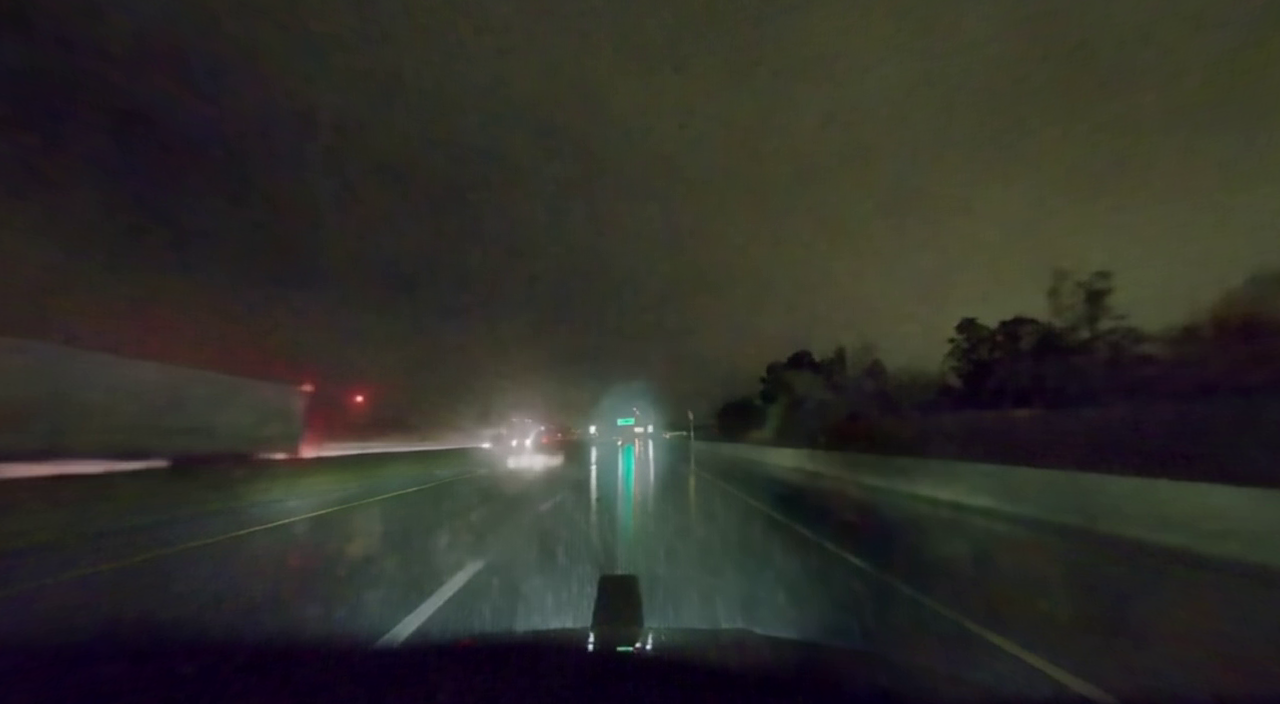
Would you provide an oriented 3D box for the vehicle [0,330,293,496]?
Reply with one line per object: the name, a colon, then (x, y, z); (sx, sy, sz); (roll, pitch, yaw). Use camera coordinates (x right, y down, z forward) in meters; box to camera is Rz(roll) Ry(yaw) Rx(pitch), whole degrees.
vehicle: (-16.954, 2.100, 19.323); (3.459, 3.900, 16.947); (-2, -8, -1)
